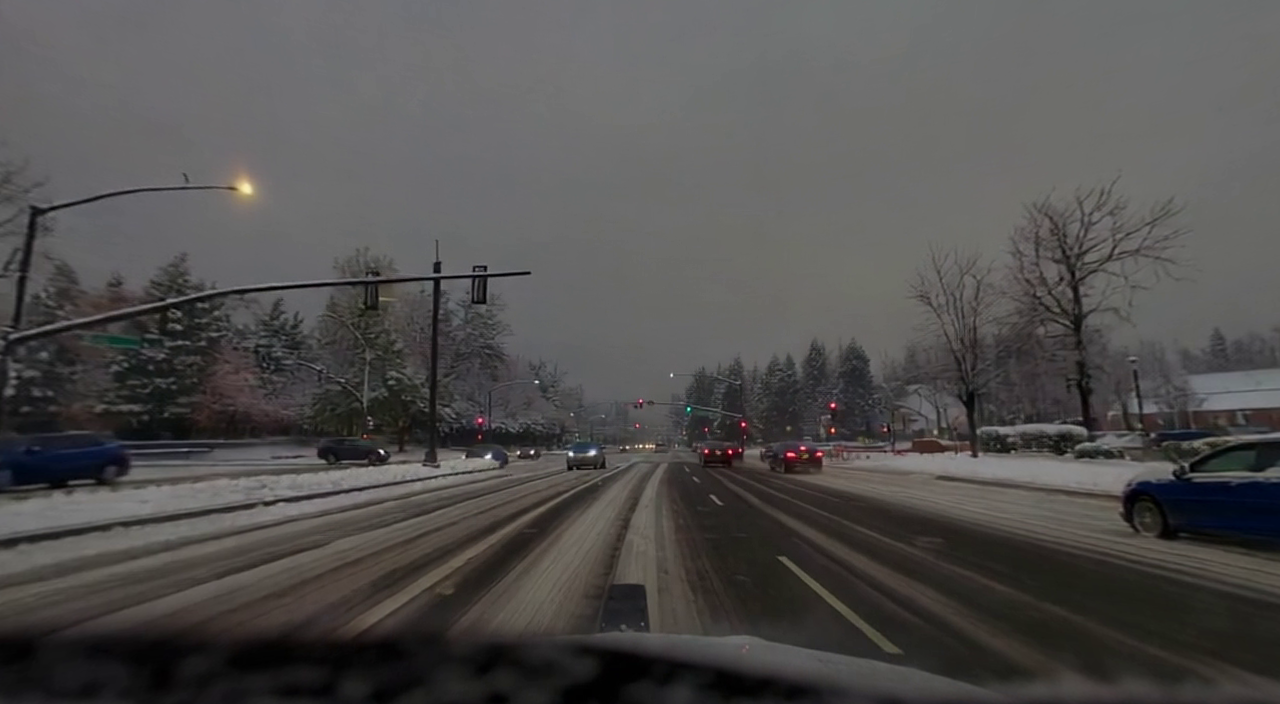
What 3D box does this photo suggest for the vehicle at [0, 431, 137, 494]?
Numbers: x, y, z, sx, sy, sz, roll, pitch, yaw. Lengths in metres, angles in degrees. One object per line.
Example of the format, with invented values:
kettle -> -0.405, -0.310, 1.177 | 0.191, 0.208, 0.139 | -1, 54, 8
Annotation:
vehicle -> -18.633, 3.380, 19.543 | 1.981, 1.721, 4.772 | -1, -8, 2

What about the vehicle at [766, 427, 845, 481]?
vehicle -> 7.320, 4.567, 28.485 | 2.186, 2.202, 5.426 | 0, -8, 1

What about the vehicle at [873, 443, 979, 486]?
vehicle -> 11.029, 4.349, 24.736 | 1.963, 1.513, 4.600 | 0, -8, 0

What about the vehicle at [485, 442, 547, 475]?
vehicle -> -6.102, 5.281, 31.557 | 2.004, 1.529, 4.319 | -1, -8, 3

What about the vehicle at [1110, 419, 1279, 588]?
vehicle -> 7.210, 1.450, 6.058 | 2.051, 1.620, 4.702 | -1, -8, 6

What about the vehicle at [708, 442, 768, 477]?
vehicle -> 4.709, 5.247, 31.064 | 2.292, 1.563, 4.734 | 0, -8, 2

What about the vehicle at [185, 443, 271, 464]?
vehicle -> -31.357, 7.719, 48.137 | 5.137, 1.482, 1.918 | 3, -9, -21

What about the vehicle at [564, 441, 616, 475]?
vehicle -> -2.361, 5.181, 30.938 | 1.958, 1.542, 4.175 | -1, -8, 3
